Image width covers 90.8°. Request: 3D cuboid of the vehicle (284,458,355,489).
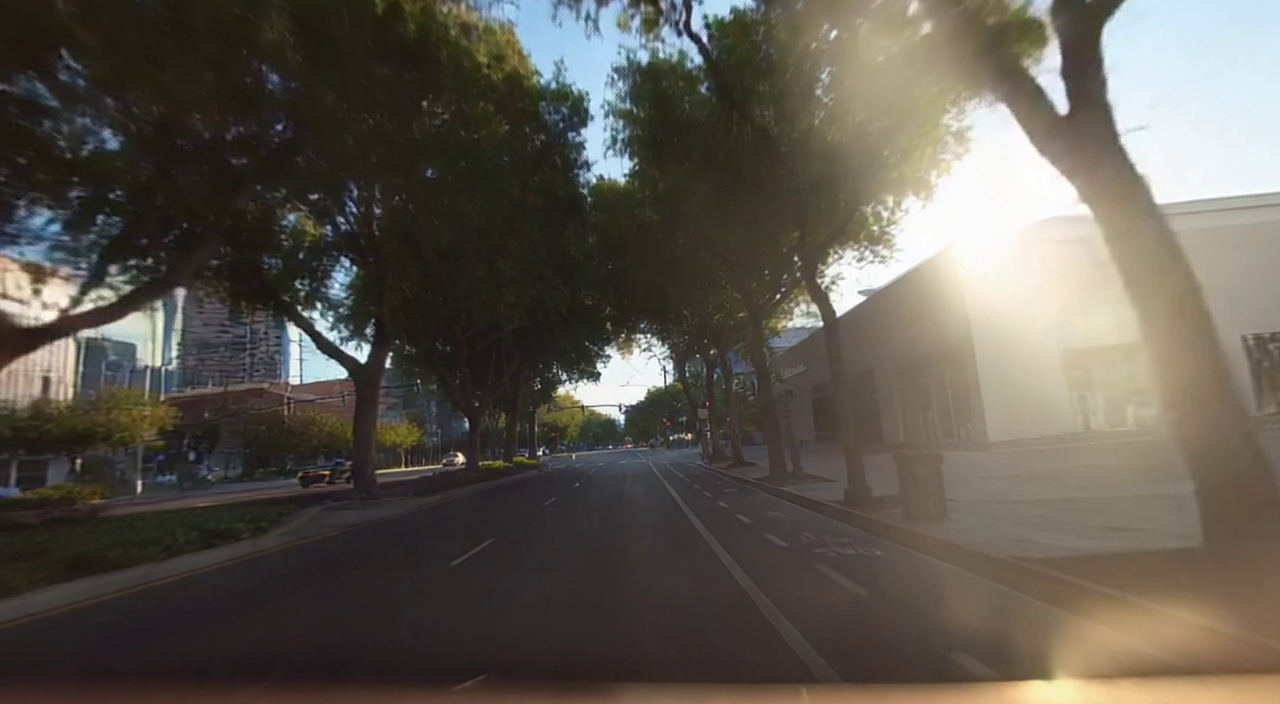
[{"bbox_3d":[-19.926,7.548,39.456,2.223,1.728,4.250,0,-9,-1],"label":"vehicle"}]
